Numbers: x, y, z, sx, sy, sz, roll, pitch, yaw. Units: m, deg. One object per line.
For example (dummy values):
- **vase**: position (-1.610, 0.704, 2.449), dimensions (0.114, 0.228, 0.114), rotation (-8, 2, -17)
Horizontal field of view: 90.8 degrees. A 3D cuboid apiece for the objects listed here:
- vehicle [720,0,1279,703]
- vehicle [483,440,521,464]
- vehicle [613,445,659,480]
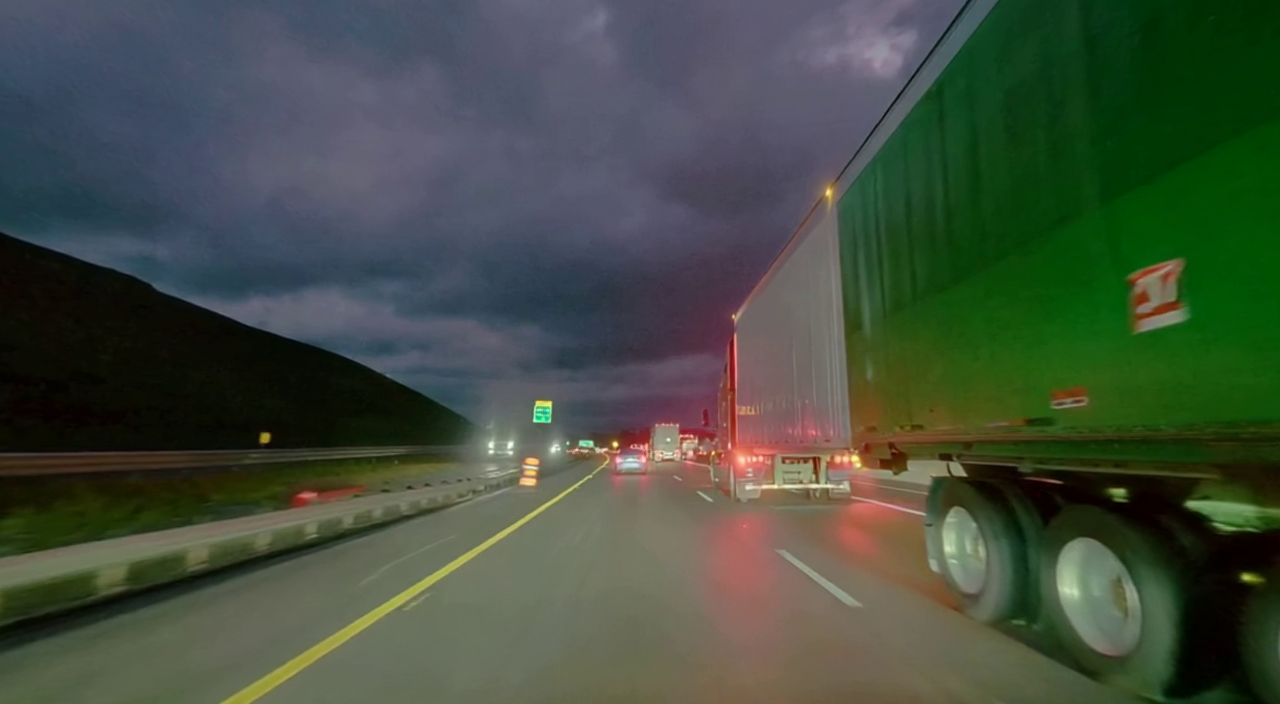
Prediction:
- **vehicle**: position (3.567, 0.788, 9.621), dimensions (2.874, 4.065, 14.243), rotation (0, -9, 0)
- **vehicle**: position (-9.539, 6.954, 43.916), dimensions (1.806, 1.550, 4.127), rotation (0, -9, -1)
- **vehicle**: position (-0.181, 4.950, 28.441), dimensions (1.927, 1.437, 3.794), rotation (0, -9, 0)
